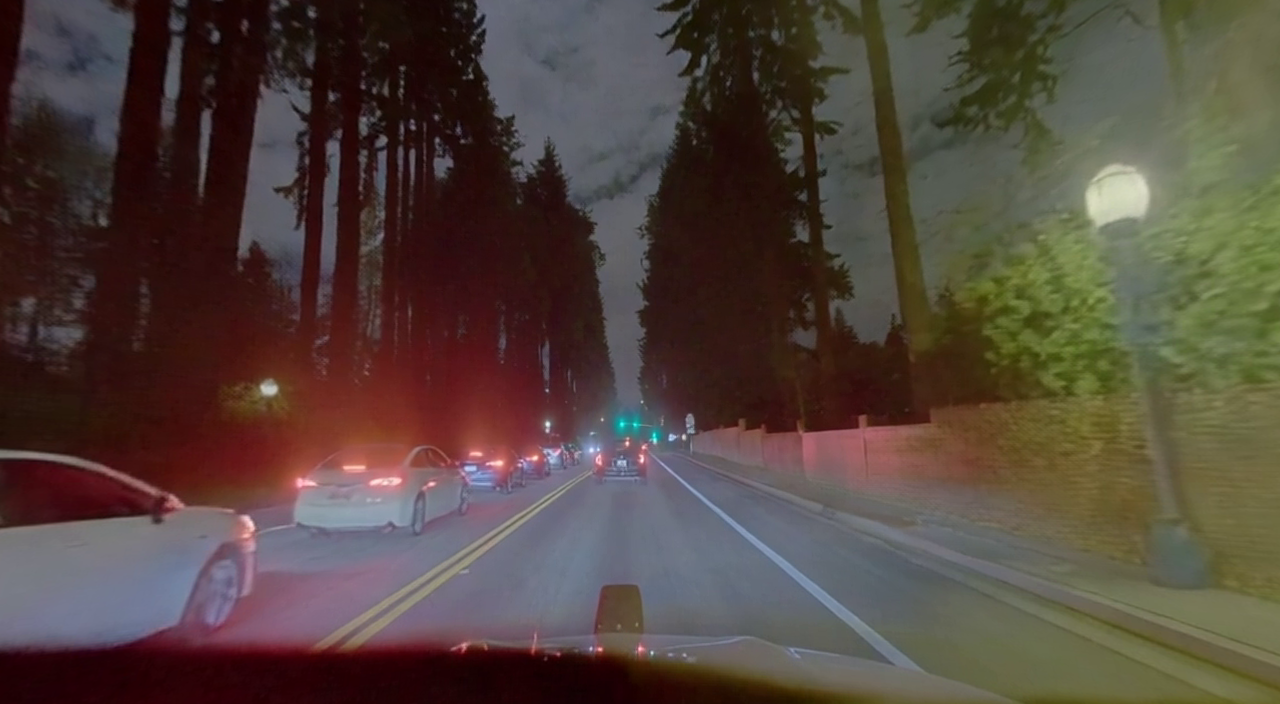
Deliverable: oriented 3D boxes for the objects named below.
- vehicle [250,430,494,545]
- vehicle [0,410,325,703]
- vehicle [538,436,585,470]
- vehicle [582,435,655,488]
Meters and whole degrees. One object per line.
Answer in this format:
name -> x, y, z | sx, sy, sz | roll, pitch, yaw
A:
vehicle -> -4.017, 2.101, 10.576 | 1.968, 1.459, 4.734 | 0, -8, 1
vehicle -> -3.692, 1.046, 3.121 | 2.030, 1.452, 4.312 | 0, -8, 0
vehicle -> -4.128, 5.378, 33.844 | 1.983, 1.697, 4.285 | 0, -8, 0
vehicle -> -0.657, 3.473, 20.413 | 2.127, 1.517, 4.090 | 0, -8, -1
